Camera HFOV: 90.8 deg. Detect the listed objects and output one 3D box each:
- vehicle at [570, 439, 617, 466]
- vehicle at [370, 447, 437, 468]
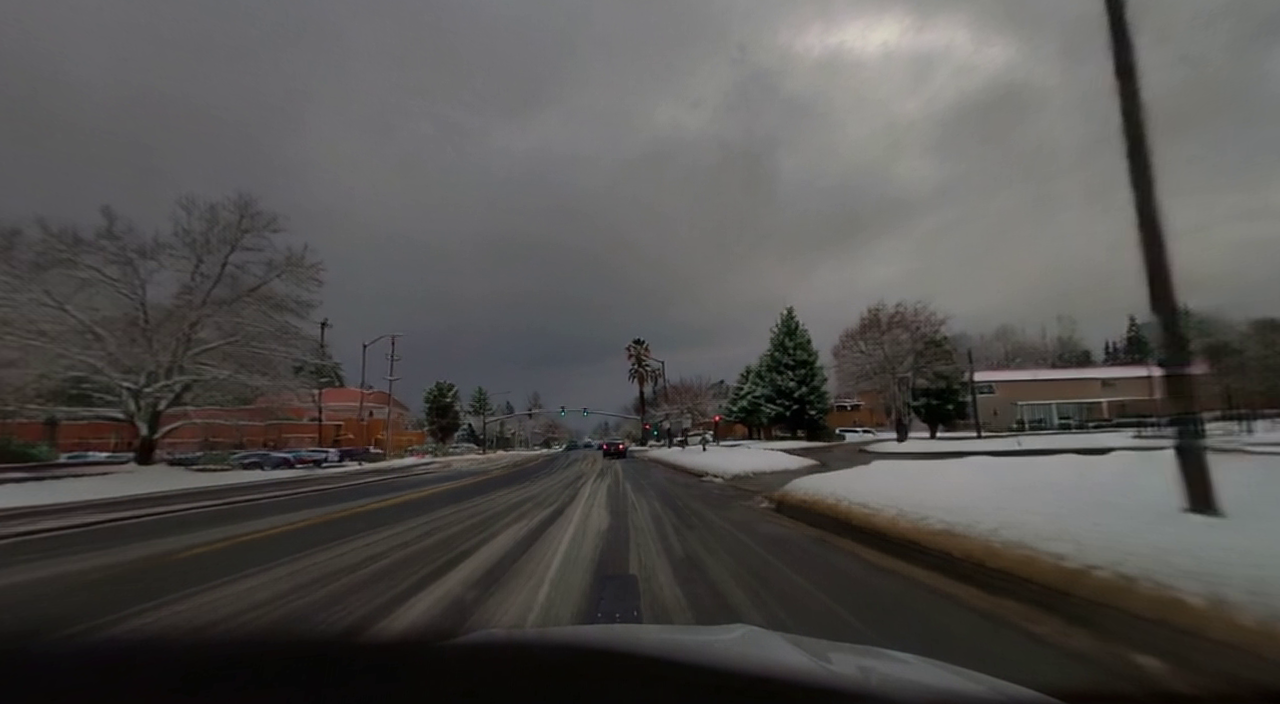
[{"bbox_3d":[-2.751,6.097,38.370,2.060,1.526,3.859,-1,-9,7],"label":"vehicle"},{"bbox_3d":[-18.154,8.067,48.451,4.784,1.487,1.903,-4,-9,23],"label":"vehicle"}]
